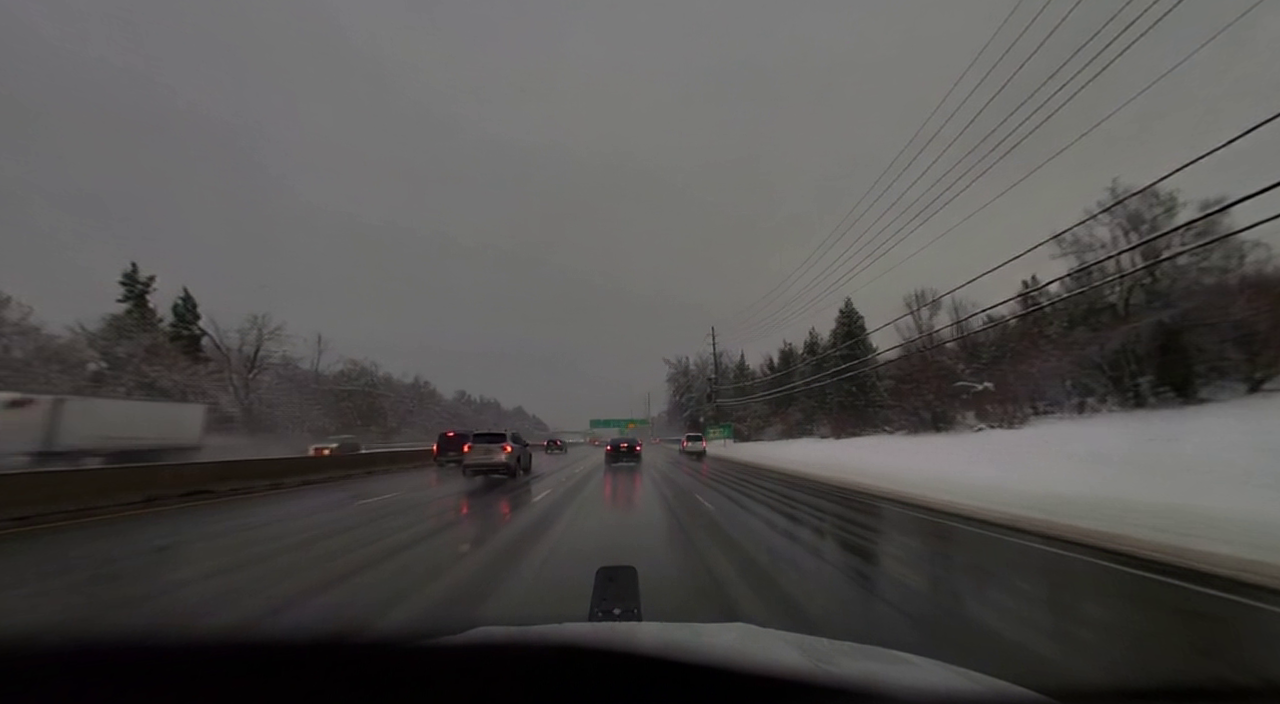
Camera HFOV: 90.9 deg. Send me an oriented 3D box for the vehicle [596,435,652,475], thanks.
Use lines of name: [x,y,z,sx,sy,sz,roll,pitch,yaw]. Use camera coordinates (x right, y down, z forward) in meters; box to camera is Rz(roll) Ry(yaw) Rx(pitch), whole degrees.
vehicle: [-0.639,4.117,25.588,2.086,1.488,3.440,0,-8,-1]

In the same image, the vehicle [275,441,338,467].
vehicle: [-20.085,6.135,38.122,1.699,1.414,3.845,0,-8,-1]

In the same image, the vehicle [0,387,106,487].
vehicle: [-23.536,3.105,22.947,2.932,3.425,5.893,0,-8,-1]

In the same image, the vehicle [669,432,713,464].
vehicle: [2.892,5.533,36.665,1.950,1.695,4.446,0,-8,-2]

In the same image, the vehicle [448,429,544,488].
vehicle: [-4.278,3.215,19.522,1.901,1.601,4.610,0,-8,0]
